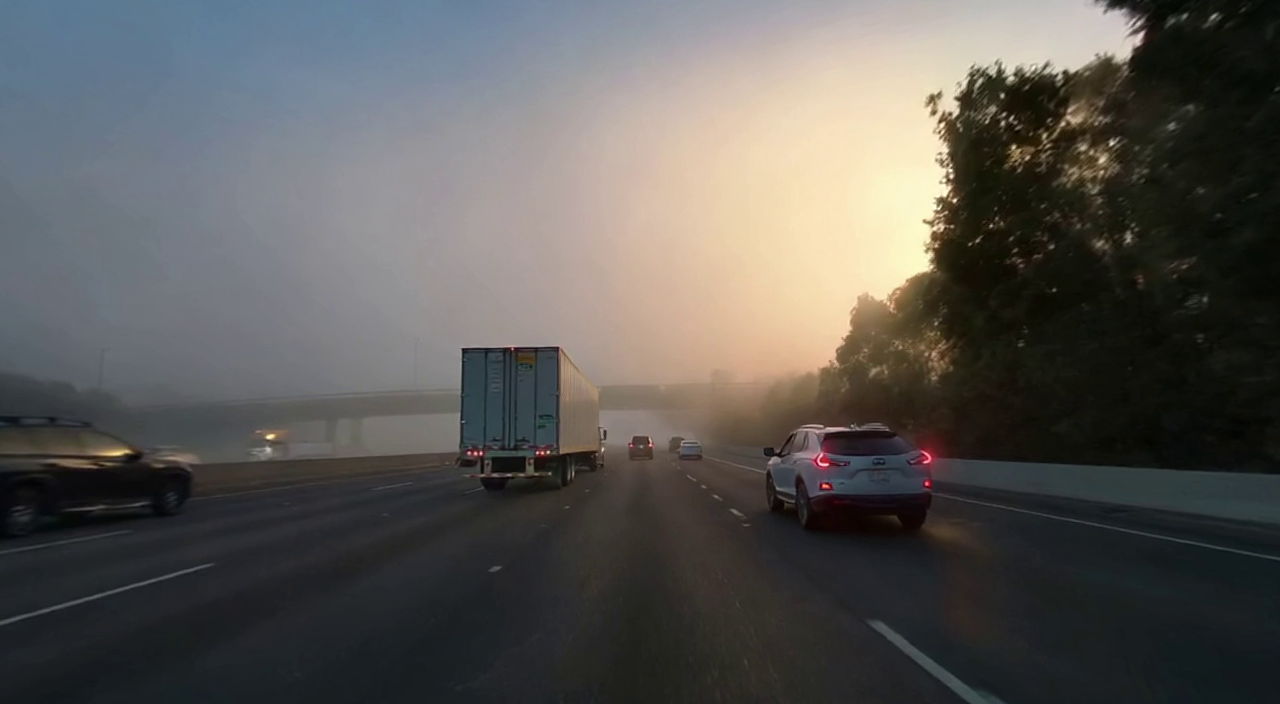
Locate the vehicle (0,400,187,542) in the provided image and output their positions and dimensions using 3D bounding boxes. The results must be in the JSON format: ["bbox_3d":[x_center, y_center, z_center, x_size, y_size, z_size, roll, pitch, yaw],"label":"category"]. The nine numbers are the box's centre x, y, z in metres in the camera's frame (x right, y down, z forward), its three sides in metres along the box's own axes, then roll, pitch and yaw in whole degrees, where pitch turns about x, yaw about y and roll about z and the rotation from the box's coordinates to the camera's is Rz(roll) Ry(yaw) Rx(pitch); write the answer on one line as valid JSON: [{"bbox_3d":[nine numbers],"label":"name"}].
[{"bbox_3d":[-10.461,1.820,9.741,2.388,2.031,5.951,0,-9,1],"label":"vehicle"}]

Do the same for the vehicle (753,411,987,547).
[{"bbox_3d":[3.237,1.894,10.021,2.028,1.658,4.334,0,-9,-1],"label":"vehicle"}]

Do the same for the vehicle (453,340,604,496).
[{"bbox_3d":[-3.361,2.870,24.464,2.869,4.108,15.564,0,-9,1],"label":"vehicle"}]

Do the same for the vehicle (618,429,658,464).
[{"bbox_3d":[-0.118,7.240,48.310,2.848,2.453,5.509,0,-9,1],"label":"vehicle"}]

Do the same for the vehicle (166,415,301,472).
[{"bbox_3d":[-28.642,6.573,45.231,2.944,3.588,9.839,0,-9,1],"label":"vehicle"}]
